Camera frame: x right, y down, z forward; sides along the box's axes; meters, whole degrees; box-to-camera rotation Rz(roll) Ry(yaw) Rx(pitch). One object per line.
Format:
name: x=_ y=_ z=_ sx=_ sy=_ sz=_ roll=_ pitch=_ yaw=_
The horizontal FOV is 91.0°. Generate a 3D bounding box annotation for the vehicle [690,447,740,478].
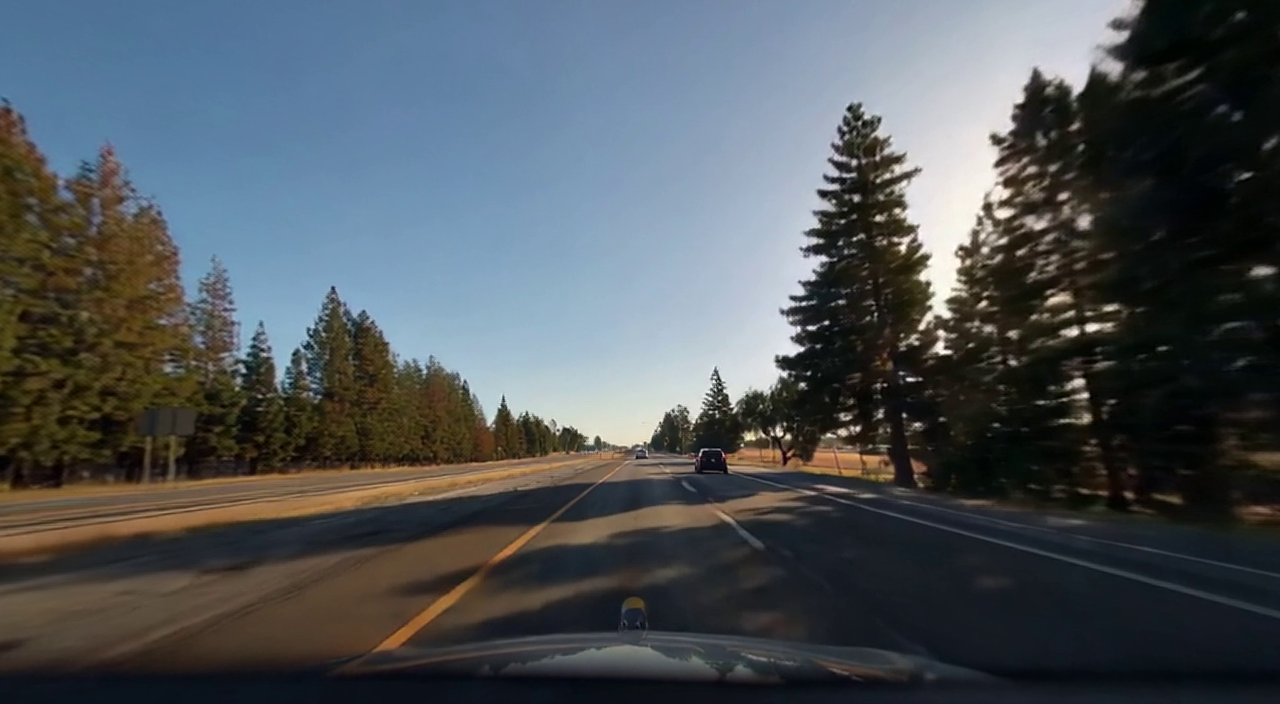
vehicle: x=3.874 y=5.818 z=33.435 sx=2.115 sy=1.522 sz=4.330 roll=0 pitch=-9 yaw=0
